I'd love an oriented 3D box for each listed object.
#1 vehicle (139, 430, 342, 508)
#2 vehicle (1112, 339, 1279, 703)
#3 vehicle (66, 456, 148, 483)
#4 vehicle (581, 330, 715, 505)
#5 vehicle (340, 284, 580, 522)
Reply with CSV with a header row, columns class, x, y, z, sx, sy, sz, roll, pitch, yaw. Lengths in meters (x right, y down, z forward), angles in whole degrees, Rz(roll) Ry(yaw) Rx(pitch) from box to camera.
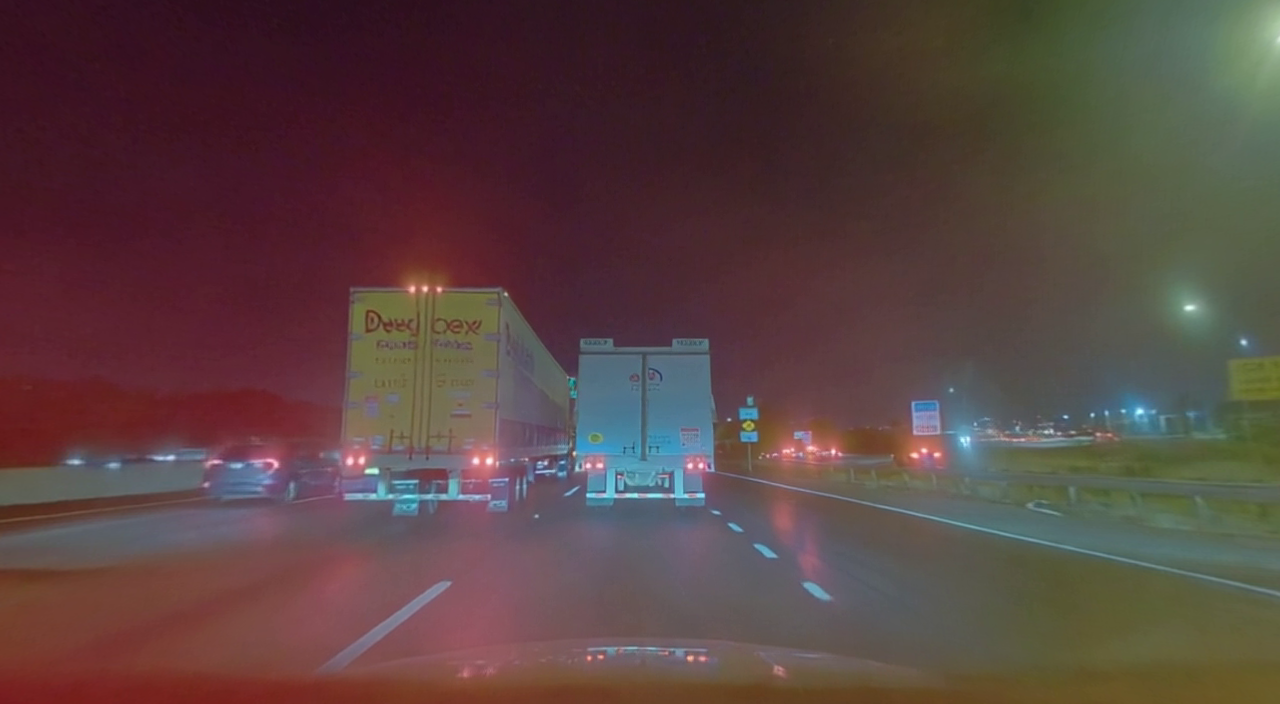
class,x,y,z,sx,sy,sz,roll,pitch,yaw
vehicle,-10.928,3.228,18.005,2.120,1.862,5.530,0,-9,0
vehicle,3.887,0.610,1.331,2.136,1.753,4.644,0,-9,0
vehicle,-29.041,6.381,34.538,1.479,1.342,3.317,-1,-9,3
vehicle,0.090,2.142,18.773,2.910,3.828,9.805,0,-9,-1
vehicle,-3.795,2.024,18.821,2.873,4.107,15.970,0,-9,-1
